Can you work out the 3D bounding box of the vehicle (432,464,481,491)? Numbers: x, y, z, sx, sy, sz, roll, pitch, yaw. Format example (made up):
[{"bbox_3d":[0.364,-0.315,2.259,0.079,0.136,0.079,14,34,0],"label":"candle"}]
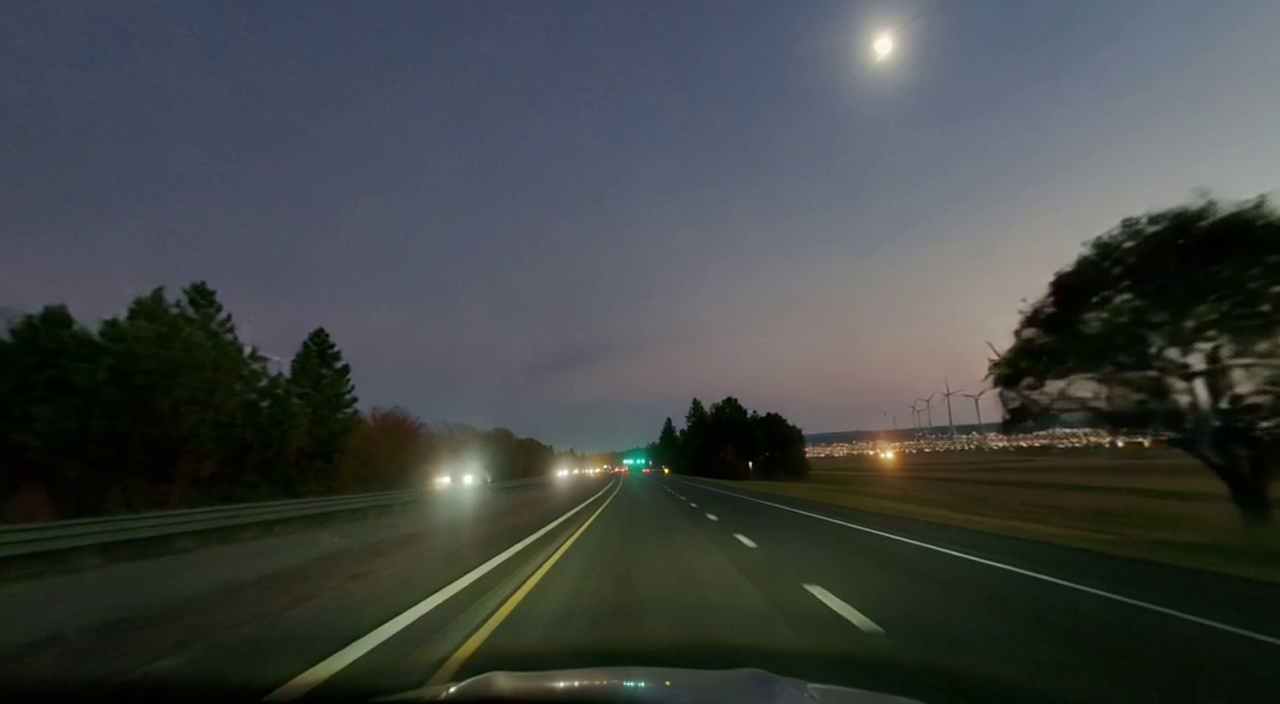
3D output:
[{"bbox_3d":[-12.643,8.672,43.612,1.977,1.680,4.321,1,-11,1],"label":"vehicle"}]
